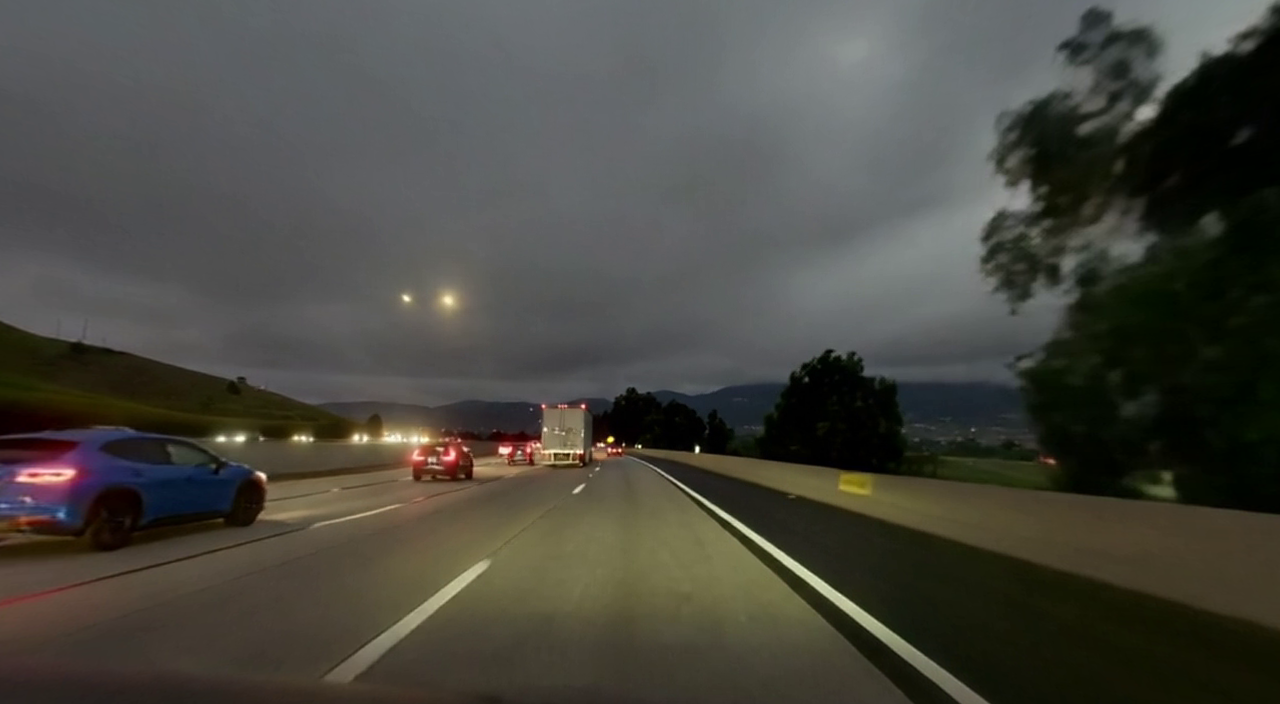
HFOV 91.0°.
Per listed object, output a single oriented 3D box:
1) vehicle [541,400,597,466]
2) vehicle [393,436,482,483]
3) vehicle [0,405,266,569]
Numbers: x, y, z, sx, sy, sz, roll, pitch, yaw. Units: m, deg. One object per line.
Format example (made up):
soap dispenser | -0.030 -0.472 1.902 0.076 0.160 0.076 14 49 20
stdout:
vehicle | -4.872 6.067 46.005 2.880 4.025 14.064 1 -9 -2
vehicle | -7.951 4.262 25.237 2.099 1.644 4.638 0 -9 -1
vehicle | -7.669 1.757 8.924 2.081 1.740 4.268 0 -9 -1
